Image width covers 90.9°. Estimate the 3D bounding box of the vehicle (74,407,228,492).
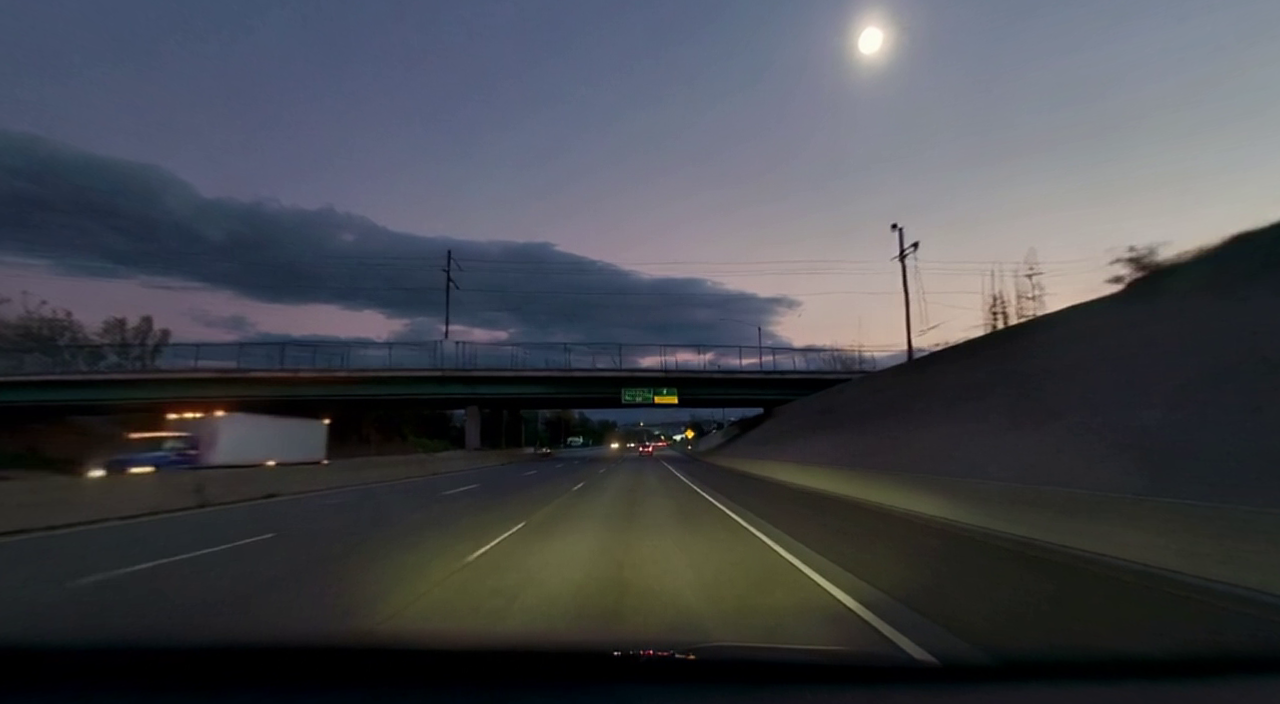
[{"bbox_3d":[-24.879,5.013,32.550,2.975,3.919,5.951,0,-9,-1],"label":"vehicle"}]
